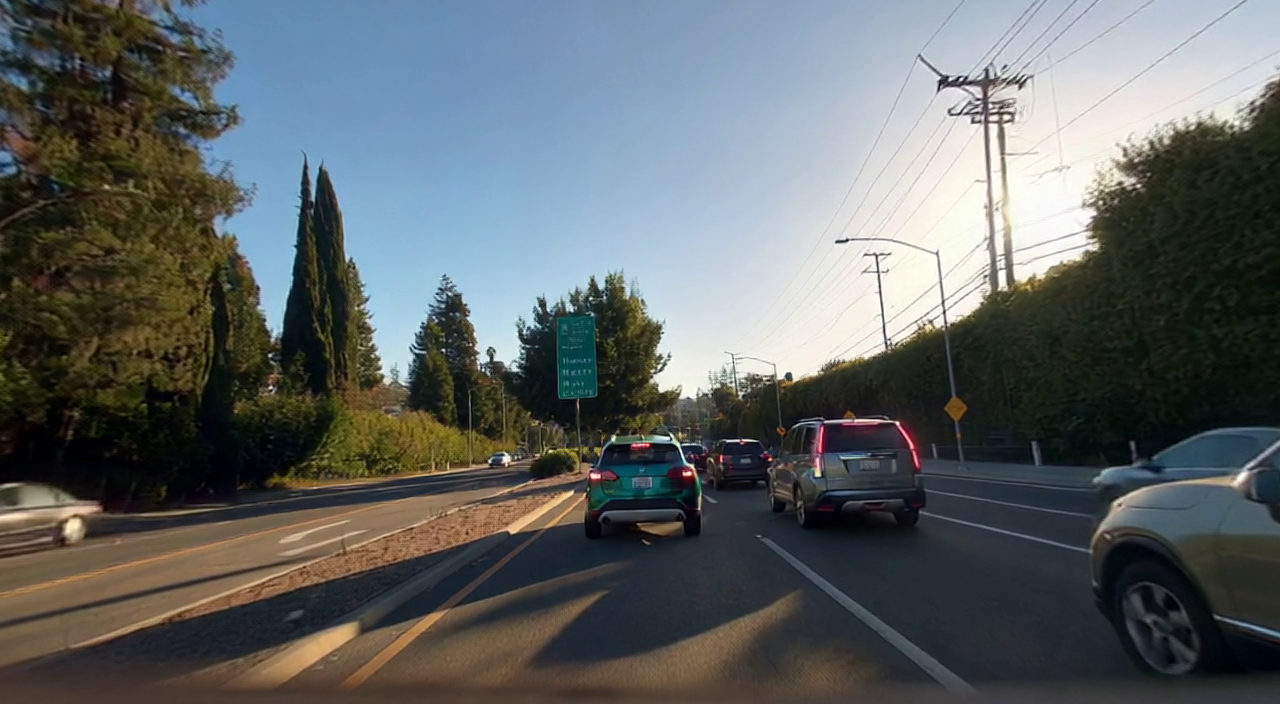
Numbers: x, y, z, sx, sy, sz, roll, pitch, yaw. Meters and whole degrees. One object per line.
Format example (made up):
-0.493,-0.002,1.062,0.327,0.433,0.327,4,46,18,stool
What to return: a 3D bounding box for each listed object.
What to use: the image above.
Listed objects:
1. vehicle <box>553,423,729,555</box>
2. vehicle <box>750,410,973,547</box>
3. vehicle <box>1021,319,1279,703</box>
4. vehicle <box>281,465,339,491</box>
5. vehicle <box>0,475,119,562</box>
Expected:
-0.015,2.044,10.129,2.199,1.641,4.232,0,-8,-1,vehicle
3.378,2.034,10.843,2.097,1.818,4.625,0,-8,0,vehicle
3.525,0.654,1.960,2.001,1.707,4.250,0,-8,0,vehicle
-22.668,8.642,43.500,1.847,1.554,3.926,0,-8,0,vehicle
-12.923,3.210,12.043,1.960,1.491,4.700,0,-8,0,vehicle
